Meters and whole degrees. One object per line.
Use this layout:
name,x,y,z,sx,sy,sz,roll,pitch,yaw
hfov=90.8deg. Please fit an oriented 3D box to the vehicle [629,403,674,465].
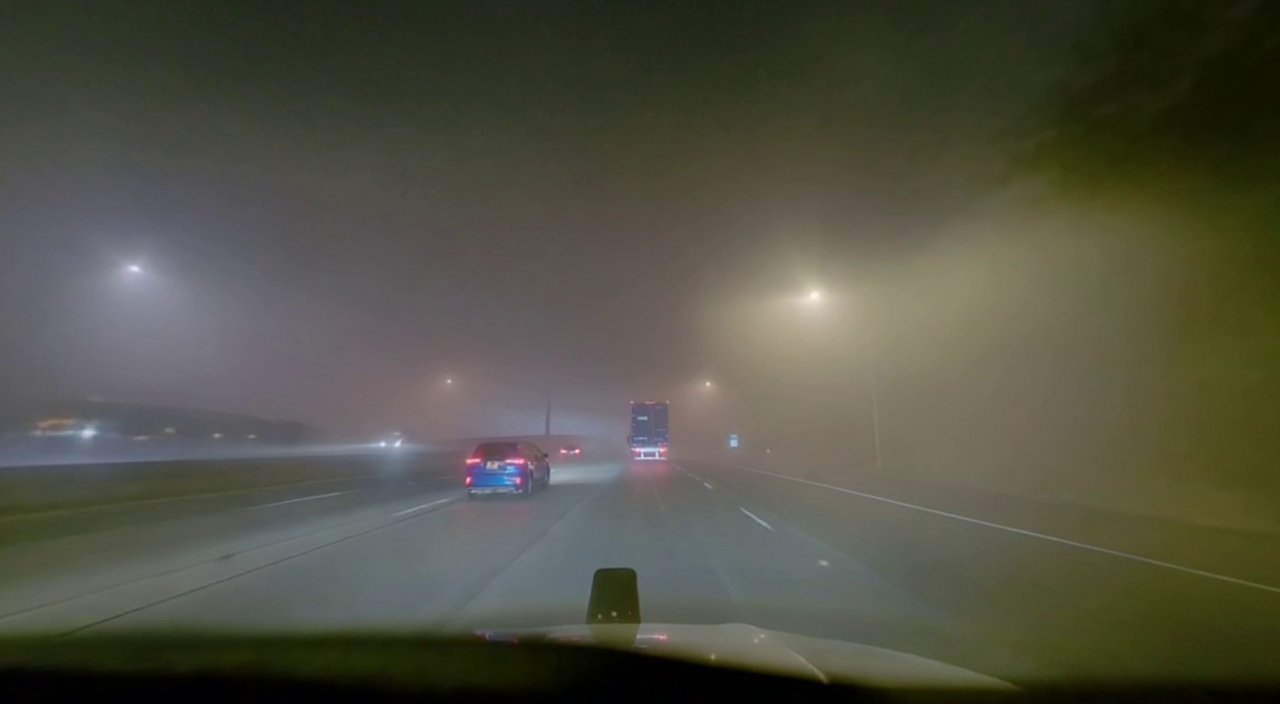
vehicle,0.851,6.166,46.856,2.964,4.063,10.072,0,-8,1

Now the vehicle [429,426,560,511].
vehicle,-3.272,2.733,15.302,2.077,1.716,4.514,0,-8,0
